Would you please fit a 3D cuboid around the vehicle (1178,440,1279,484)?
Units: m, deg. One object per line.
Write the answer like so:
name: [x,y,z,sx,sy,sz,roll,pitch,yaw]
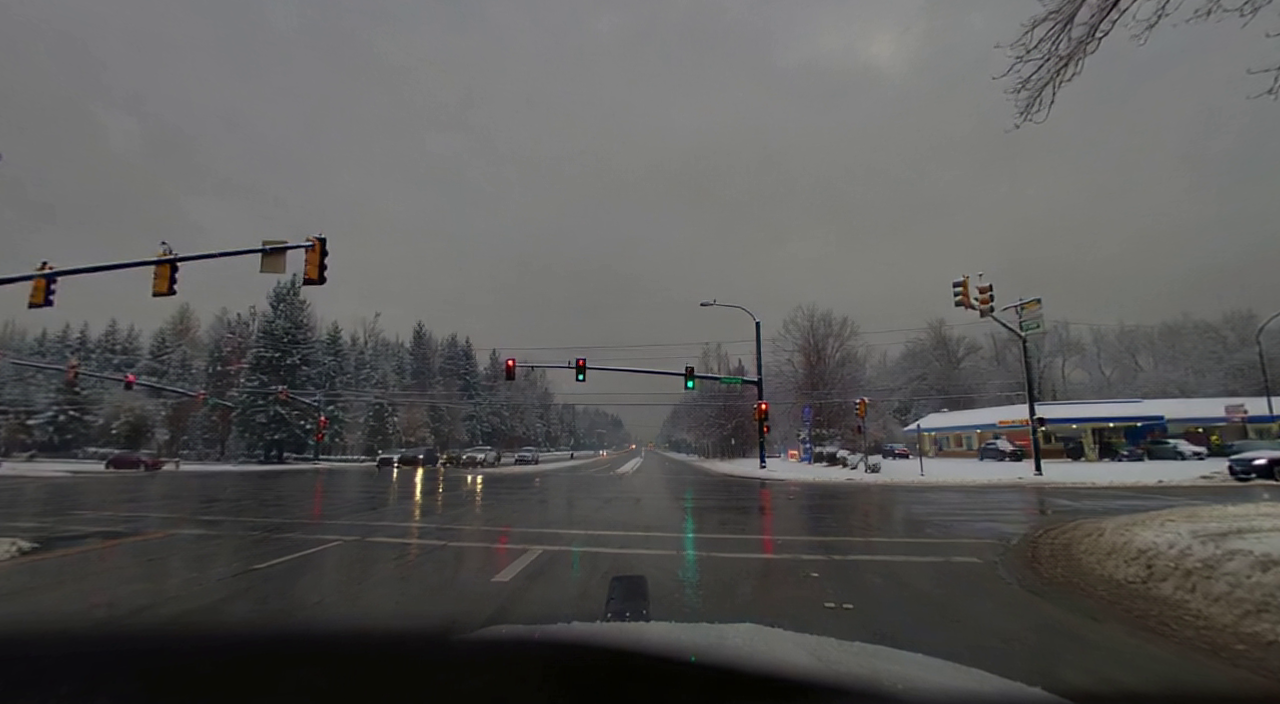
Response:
vehicle: [22.101,3.779,21.828,4.716,1.455,2.060,-3,-9,17]
